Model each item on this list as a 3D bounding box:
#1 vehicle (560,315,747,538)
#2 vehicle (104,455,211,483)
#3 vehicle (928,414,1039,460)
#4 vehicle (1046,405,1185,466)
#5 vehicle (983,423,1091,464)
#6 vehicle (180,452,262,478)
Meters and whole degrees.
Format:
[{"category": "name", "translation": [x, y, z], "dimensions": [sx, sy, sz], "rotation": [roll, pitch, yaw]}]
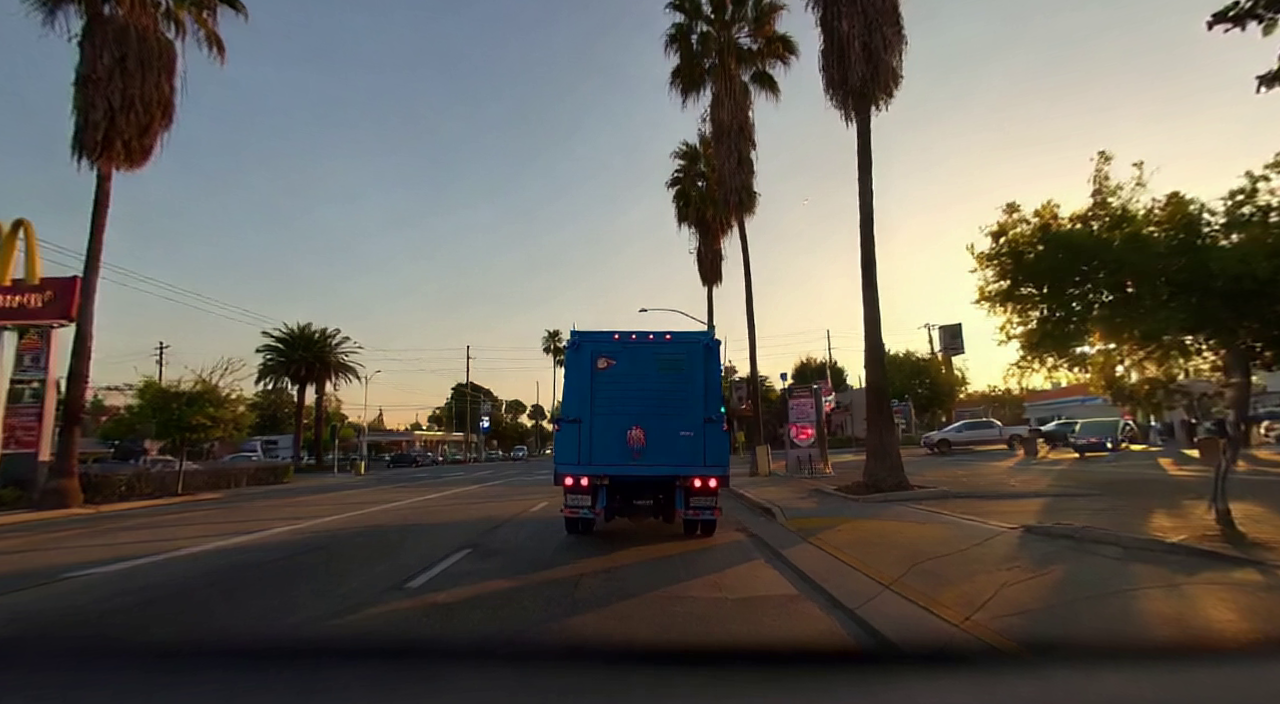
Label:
[{"category": "vehicle", "translation": [0.147, 1.350, 11.441], "dimensions": [2.463, 2.954, 5.938], "rotation": [1, -7, -1]}, {"category": "vehicle", "translation": [-27.588, 6.670, 36.326], "dimensions": [4.493, 1.453, 1.912], "rotation": [4, -9, -27]}, {"category": "vehicle", "translation": [16.023, 3.992, 29.385], "dimensions": [5.078, 1.937, 2.326], "rotation": [6, -10, -34]}, {"category": "vehicle", "translation": [15.785, 2.736, 20.915], "dimensions": [4.472, 1.730, 1.939], "rotation": [2, -10, -31]}, {"category": "vehicle", "translation": [15.260, 3.516, 24.255], "dimensions": [4.105, 1.433, 1.931], "rotation": [6, -10, -34]}, {"category": "vehicle", "translation": [-27.898, 7.534, 42.222], "dimensions": [4.303, 1.567, 2.021], "rotation": [4, -9, -27]}]
